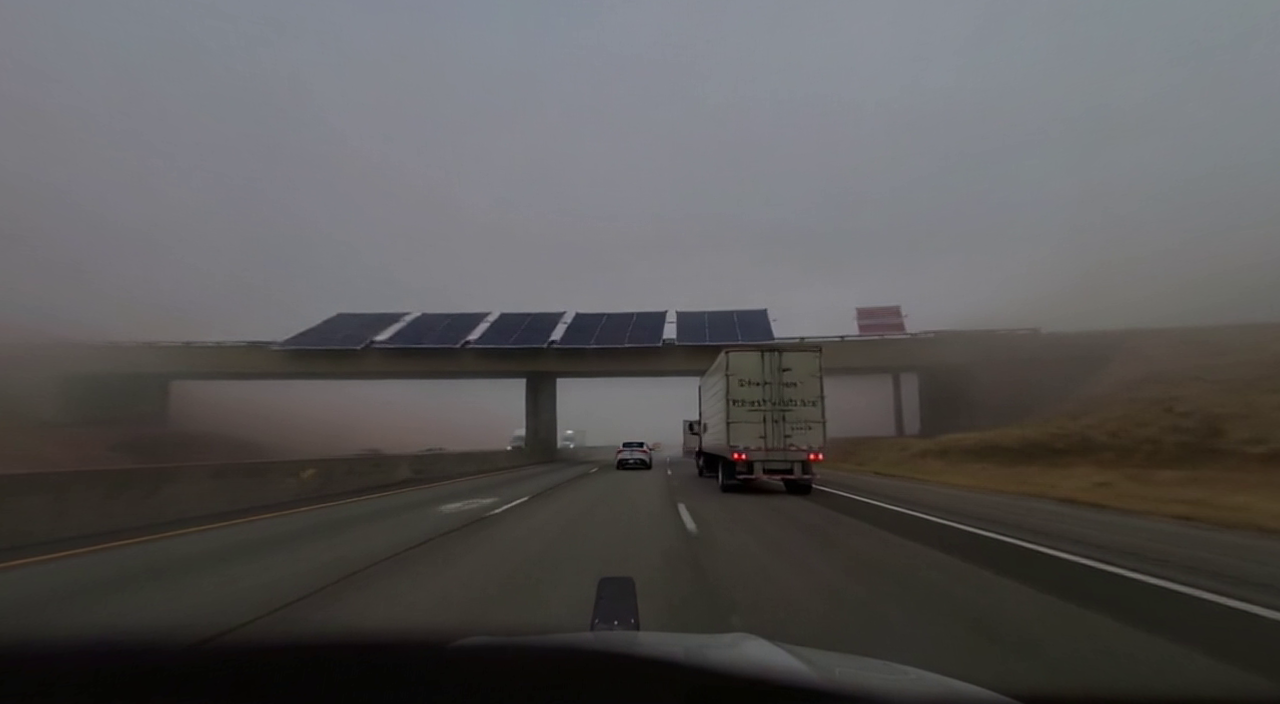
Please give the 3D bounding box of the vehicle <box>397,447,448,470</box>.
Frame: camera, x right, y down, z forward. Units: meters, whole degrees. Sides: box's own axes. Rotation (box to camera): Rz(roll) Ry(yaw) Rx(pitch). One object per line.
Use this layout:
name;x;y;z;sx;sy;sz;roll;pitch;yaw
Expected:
vehicle;-15.504;7.621;45.203;1.827;1.455;4.567;-1;-8;3

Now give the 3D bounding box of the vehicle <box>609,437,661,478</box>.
vehicle;-0.141;4.436;26.854;2.066;1.581;4.268;-1;-8;2

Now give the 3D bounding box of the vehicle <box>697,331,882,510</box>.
vehicle;3.471;2.082;17.820;2.967;3.633;10.015;-1;-8;1
